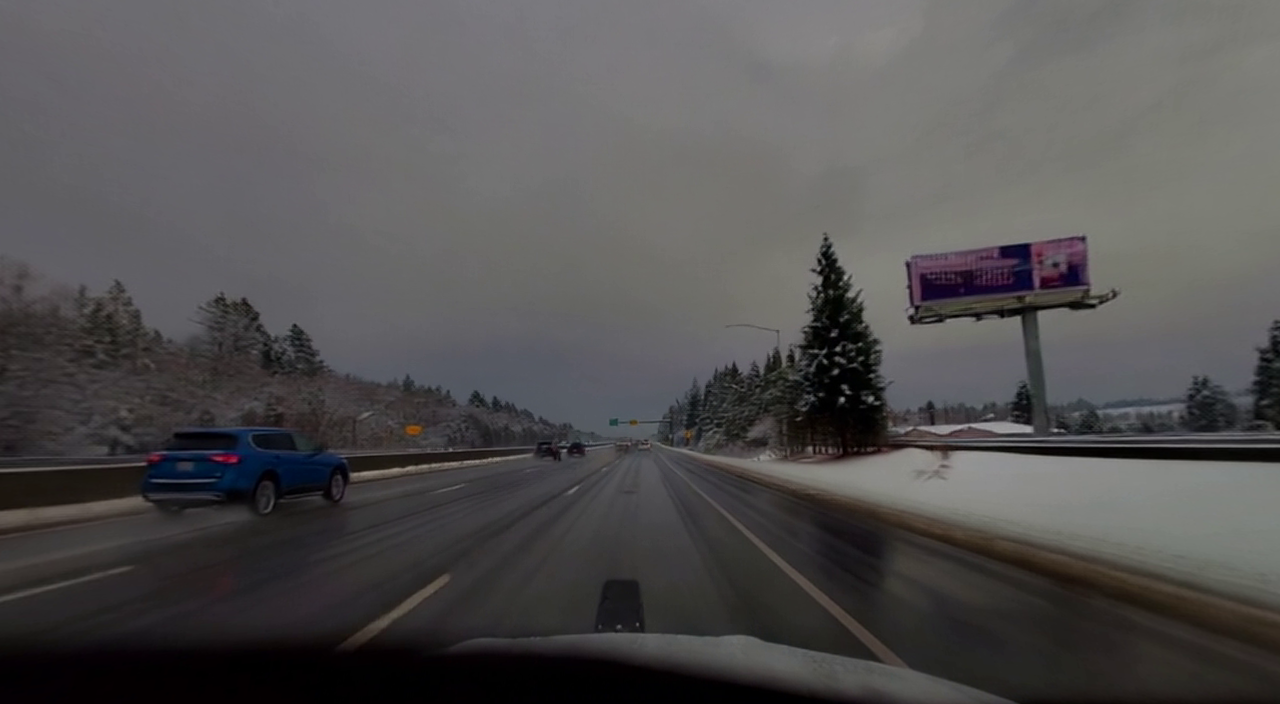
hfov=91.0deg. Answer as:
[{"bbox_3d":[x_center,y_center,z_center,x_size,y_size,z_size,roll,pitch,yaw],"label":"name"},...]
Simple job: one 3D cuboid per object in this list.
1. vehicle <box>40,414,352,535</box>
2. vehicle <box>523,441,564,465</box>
[{"bbox_3d":[-7.396,2.092,11.355,2.055,1.683,4.804,0,-9,1],"label":"vehicle"},{"bbox_3d":[-6.644,6.986,43.786,2.008,1.520,4.731,0,-9,2],"label":"vehicle"}]
